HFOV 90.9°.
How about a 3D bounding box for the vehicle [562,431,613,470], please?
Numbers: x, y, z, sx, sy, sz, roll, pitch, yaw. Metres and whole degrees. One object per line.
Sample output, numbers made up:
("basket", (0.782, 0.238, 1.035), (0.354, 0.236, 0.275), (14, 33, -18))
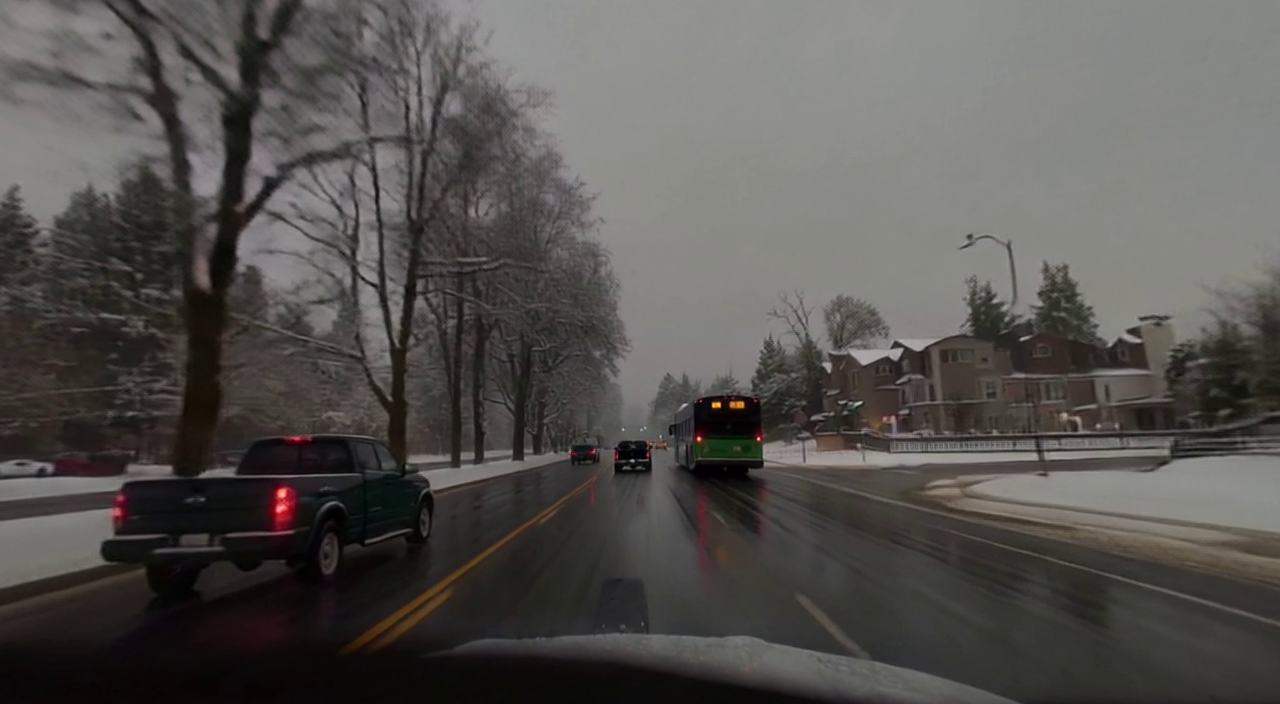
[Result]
("vehicle", (-2.922, 5.685, 36.522), (2.513, 2.066, 5.820), (0, -8, 0))

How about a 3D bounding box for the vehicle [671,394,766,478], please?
("vehicle", (3.368, 4.206, 30.911), (3.059, 3.264, 12.623), (0, -8, 0))

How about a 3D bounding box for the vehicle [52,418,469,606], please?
("vehicle", (-3.801, 1.672, 7.587), (2.109, 1.543, 4.535), (0, -8, 1))

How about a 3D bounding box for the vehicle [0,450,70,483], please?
("vehicle", (-34.921, 6.364, 35.169), (1.824, 1.673, 4.557), (0, -8, 1))

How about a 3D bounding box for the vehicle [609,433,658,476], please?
("vehicle", (-0.234, 4.768, 29.567), (2.074, 1.849, 5.137), (0, -8, 1))
